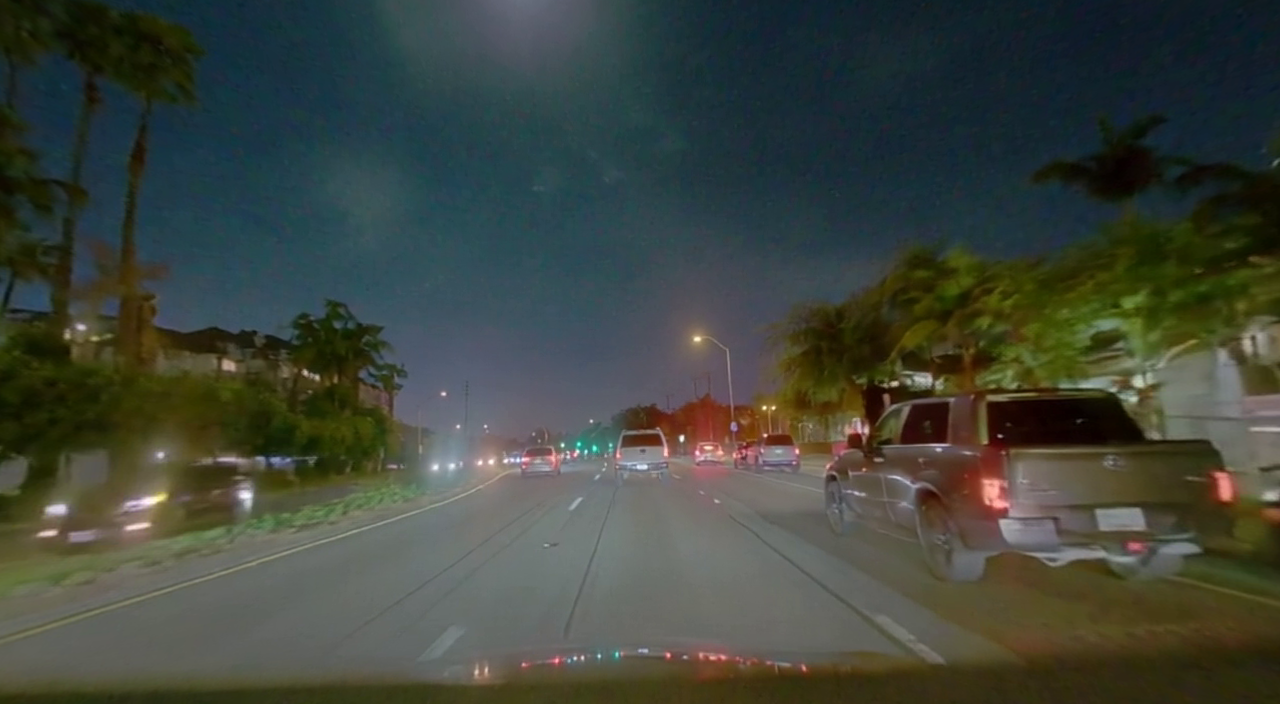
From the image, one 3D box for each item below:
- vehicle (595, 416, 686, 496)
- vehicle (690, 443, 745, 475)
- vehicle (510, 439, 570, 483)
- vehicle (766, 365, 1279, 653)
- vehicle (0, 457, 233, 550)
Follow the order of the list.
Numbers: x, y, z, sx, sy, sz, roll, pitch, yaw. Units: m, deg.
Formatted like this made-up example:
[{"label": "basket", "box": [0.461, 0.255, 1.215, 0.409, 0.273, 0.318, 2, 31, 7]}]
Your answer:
[{"label": "vehicle", "box": [-0.192, 3.330, 20.409, 2.507, 2.161, 6.049, 0, -9, -4]}, {"label": "vehicle", "box": [3.669, 5.176, 30.617, 2.178, 1.411, 4.732, -1, -9, 1]}, {"label": "vehicle", "box": [-4.211, 4.677, 27.168, 2.235, 1.682, 4.662, 0, -9, -5]}, {"label": "vehicle", "box": [3.463, 1.464, 7.215, 2.576, 1.815, 6.267, 0, -9, -1]}, {"label": "vehicle", "box": [-11.739, 3.247, 14.154, 2.068, 1.630, 4.650, 0, -9, -1]}]
